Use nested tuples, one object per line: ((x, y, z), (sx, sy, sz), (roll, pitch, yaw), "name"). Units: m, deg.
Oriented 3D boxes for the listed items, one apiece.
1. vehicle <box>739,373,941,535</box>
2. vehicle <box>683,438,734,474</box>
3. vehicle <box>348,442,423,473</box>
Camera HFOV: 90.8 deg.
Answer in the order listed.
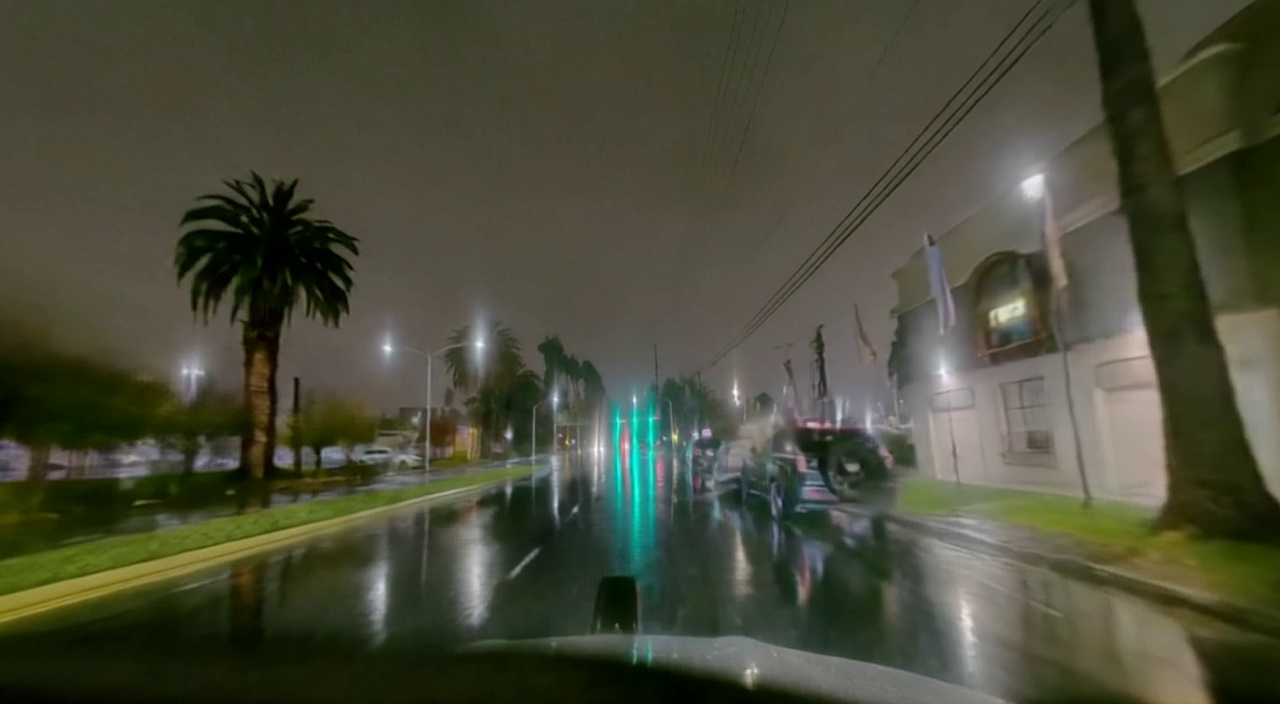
((3.606, 2.020, 12.872), (2.221, 2.552, 5.594), (0, -9, 0), "vehicle")
((3.586, 5.529, 33.745), (2.138, 1.743, 4.363), (0, -9, -1), "vehicle")
((-19.484, 8.003, 48.178), (6.167, 2.125, 2.526), (-7, -10, 38), "vehicle")
